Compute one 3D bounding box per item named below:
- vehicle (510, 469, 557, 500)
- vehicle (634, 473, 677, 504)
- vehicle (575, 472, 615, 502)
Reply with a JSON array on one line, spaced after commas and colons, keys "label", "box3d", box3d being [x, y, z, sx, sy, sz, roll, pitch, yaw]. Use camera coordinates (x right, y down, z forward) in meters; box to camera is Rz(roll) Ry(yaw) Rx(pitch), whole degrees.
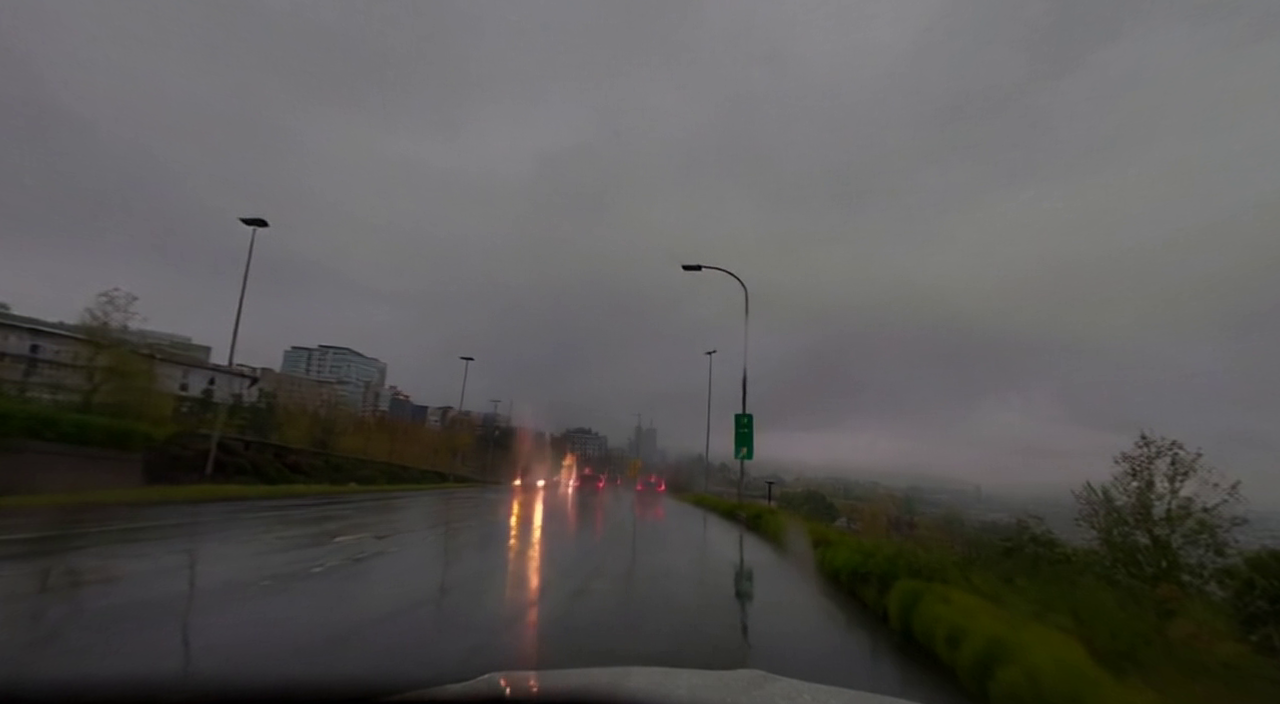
[{"label": "vehicle", "box3d": [-5.965, 7.438, 35.696, 2.016, 1.573, 4.259, 1, -10, -1]}, {"label": "vehicle", "box3d": [0.791, 7.334, 34.044, 2.129, 1.471, 4.258, 1, -10, -1]}, {"label": "vehicle", "box3d": [-2.501, 7.672, 36.067, 2.030, 1.441, 4.806, 1, -10, -1]}]
